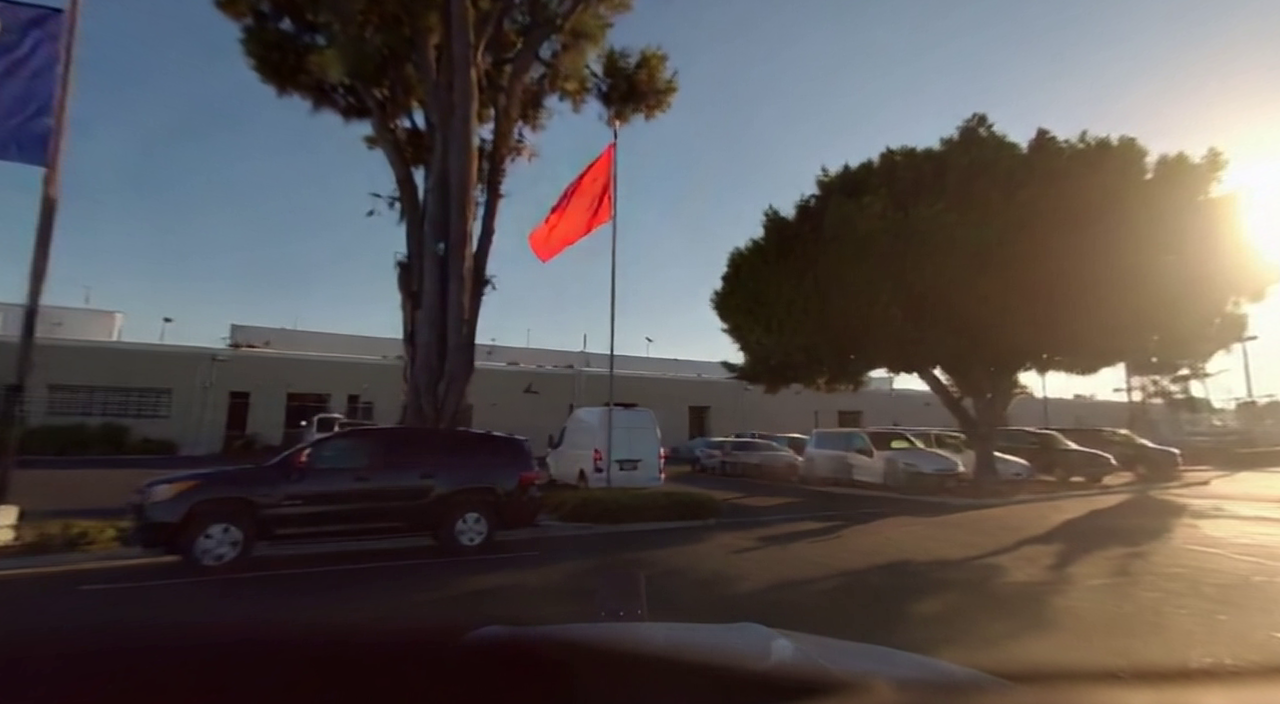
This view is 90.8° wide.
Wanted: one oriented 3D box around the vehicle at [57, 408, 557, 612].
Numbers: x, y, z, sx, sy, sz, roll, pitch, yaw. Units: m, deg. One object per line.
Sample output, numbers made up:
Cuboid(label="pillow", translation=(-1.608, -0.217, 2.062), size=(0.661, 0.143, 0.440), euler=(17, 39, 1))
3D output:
Cuboid(label="vehicle", translation=(-3.811, 1.794, 8.148), size=(4.992, 1.894, 2.043), euler=(5, -9, -31))

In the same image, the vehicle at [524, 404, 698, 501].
Cuboid(label="vehicle", translation=(-1.096, 2.880, 18.354), size=(2.491, 2.324, 5.986), euler=(5, -10, -30))

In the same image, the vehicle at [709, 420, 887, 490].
Cuboid(label="vehicle", translation=(5.385, 3.657, 22.924), size=(2.228, 2.126, 6.632), euler=(3, -8, -29))

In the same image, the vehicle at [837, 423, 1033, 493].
Cuboid(label="vehicle", translation=(10.866, 3.936, 24.070), size=(2.242, 2.227, 6.505), euler=(3, -8, -30))
